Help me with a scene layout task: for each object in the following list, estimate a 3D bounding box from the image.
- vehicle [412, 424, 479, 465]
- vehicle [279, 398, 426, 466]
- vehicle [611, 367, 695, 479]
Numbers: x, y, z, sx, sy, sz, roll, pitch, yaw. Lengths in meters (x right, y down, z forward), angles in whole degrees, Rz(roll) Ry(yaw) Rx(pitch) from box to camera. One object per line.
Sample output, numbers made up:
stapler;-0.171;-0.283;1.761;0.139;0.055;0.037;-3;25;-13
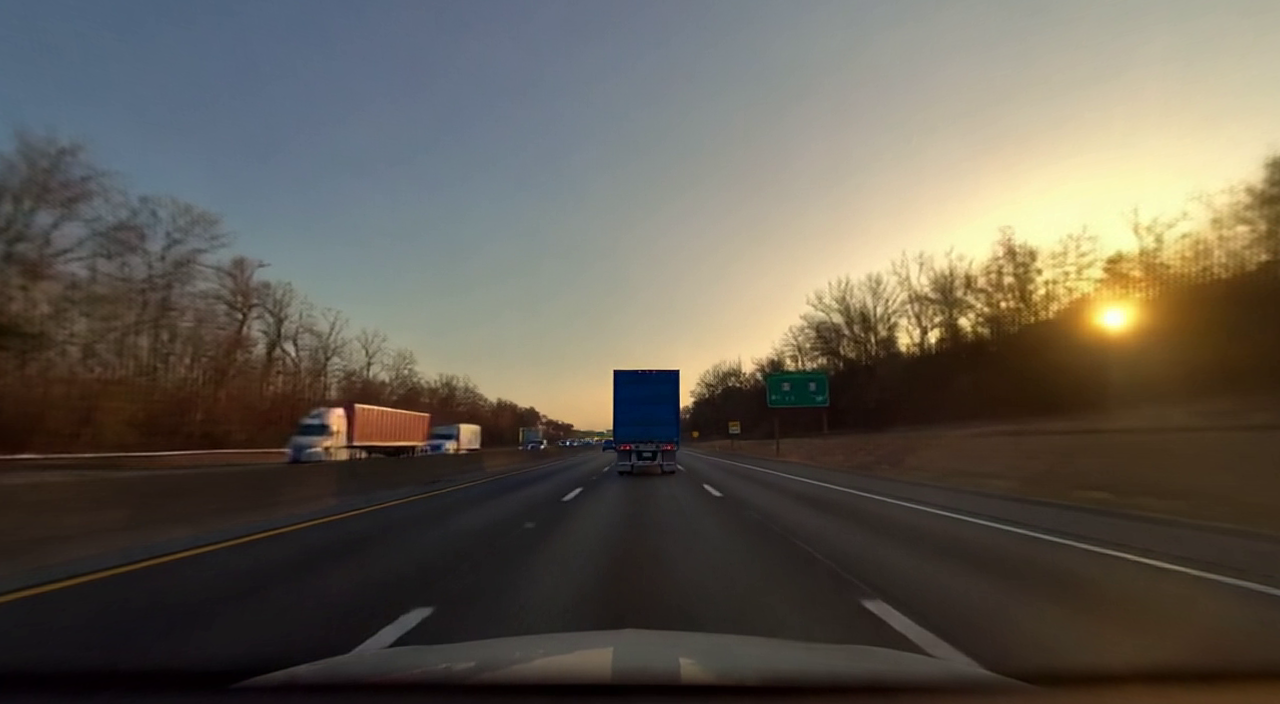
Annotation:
vehicle;-13.099;6.305;42.808;2.293;2.516;6.817;0;-8;1
vehicle;-20.674;6.206;47.380;2.914;4.117;17.316;0;-8;0
vehicle;0.510;3.325;27.960;3.010;4.039;10.481;0;-8;0
